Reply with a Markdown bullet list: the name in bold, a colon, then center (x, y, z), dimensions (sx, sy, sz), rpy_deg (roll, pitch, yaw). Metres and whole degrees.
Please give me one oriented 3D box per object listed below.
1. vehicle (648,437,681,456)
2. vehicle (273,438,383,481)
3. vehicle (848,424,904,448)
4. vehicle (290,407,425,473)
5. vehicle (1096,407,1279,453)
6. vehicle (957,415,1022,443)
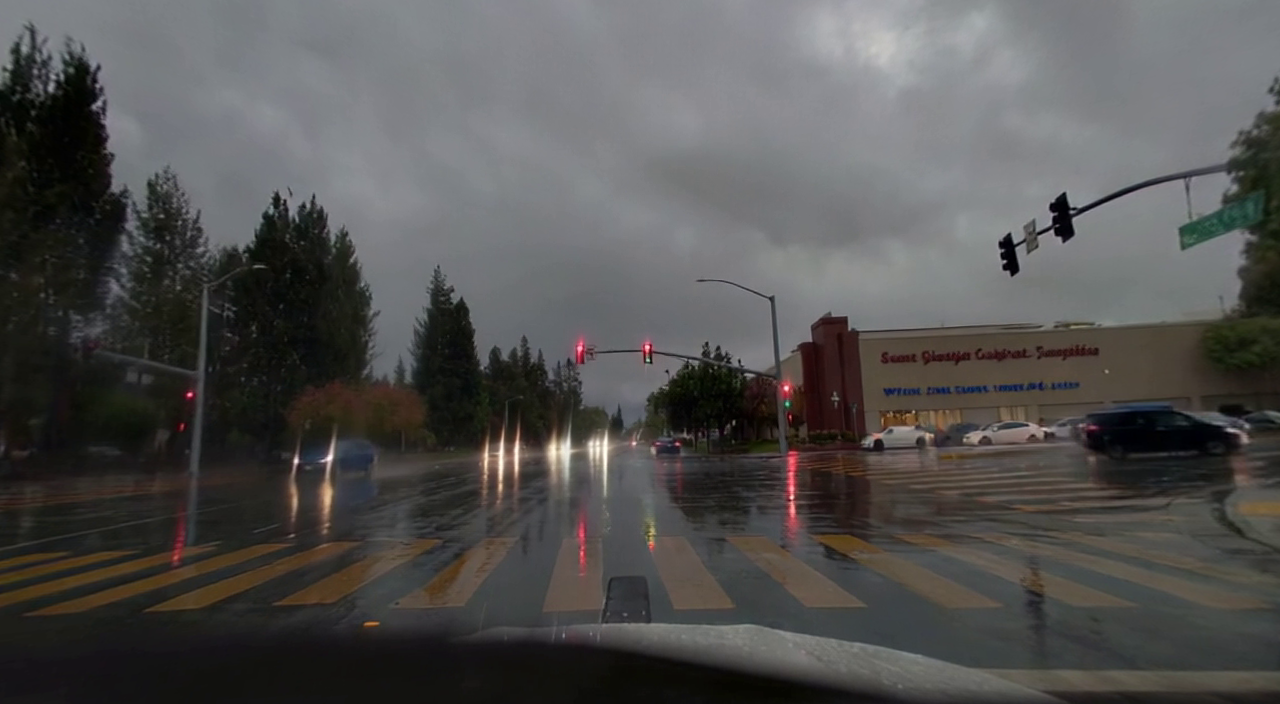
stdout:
- **vehicle**: center (1.854, 7.395, 49.334), dimensions (1.884, 1.419, 4.448), rpy_deg (1, -9, -7)
- **vehicle**: center (-11.938, 4.138, 24.529), dimensions (1.996, 1.489, 4.566), rpy_deg (0, -8, -1)
- **vehicle**: center (17.367, 6.227, 46.524), dimensions (3.329, 1.415, 1.821), rpy_deg (-6, -9, 2)
- **vehicle**: center (-16.662, 5.434, 38.568), dimensions (3.161, 3.455, 11.058), rpy_deg (0, -8, 0)
- **vehicle**: center (18.102, 2.578, 20.577), dimensions (4.994, 1.416, 1.783), rpy_deg (0, -8, 1)
- **vehicle**: center (23.251, 5.205, 42.084), dimensions (1.930, 1.761, 3.911), rpy_deg (0, -8, -2)
